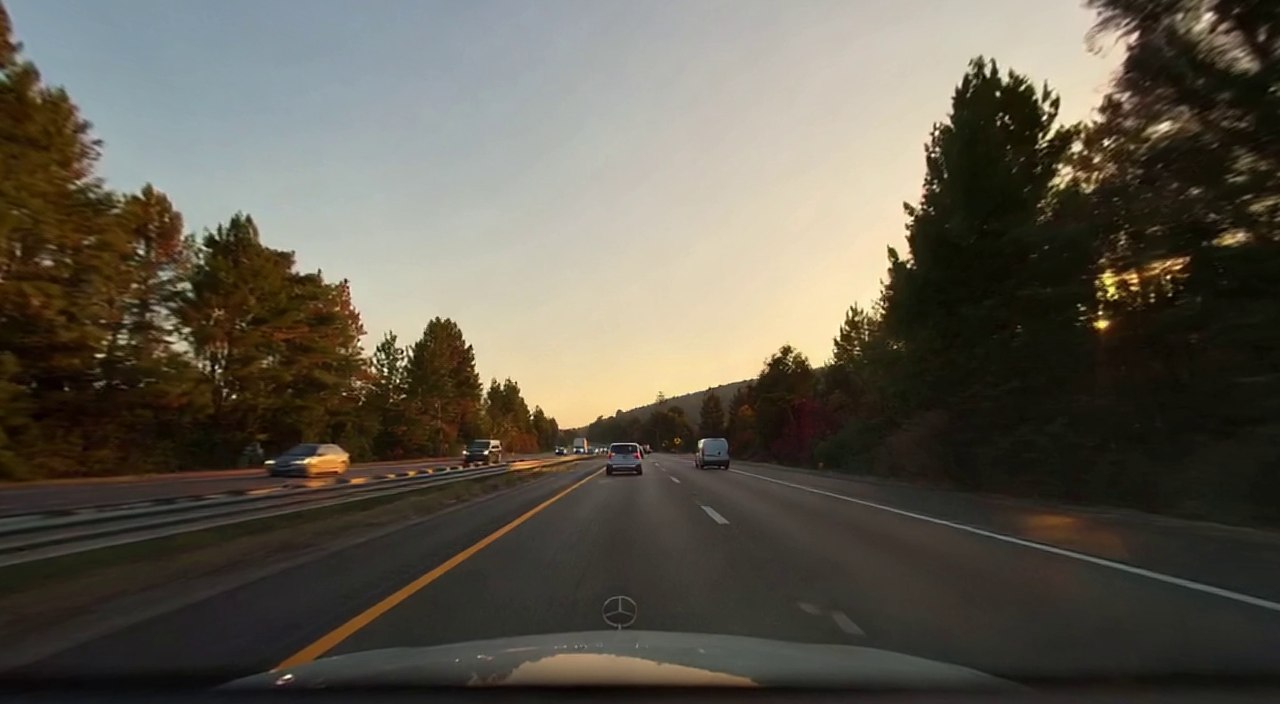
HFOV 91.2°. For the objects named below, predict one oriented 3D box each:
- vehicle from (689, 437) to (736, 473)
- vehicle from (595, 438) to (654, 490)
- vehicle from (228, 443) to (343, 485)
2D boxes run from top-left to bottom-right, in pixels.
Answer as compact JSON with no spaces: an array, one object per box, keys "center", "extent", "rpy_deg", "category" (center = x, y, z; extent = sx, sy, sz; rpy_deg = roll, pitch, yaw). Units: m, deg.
[{"center":[4.200,6.058,36.993],"extent":[2.179,1.930,4.538],"rpy_deg":[0,-9,0],"category":"vehicle"},{"center":[-0.510,4.065,23.120],"extent":[1.963,1.711,4.284],"rpy_deg":[0,-9,1],"category":"vehicle"},{"center":[-13.954,4.417,25.063],"extent":[1.878,1.506,4.602],"rpy_deg":[0,-9,0],"category":"vehicle"}]
